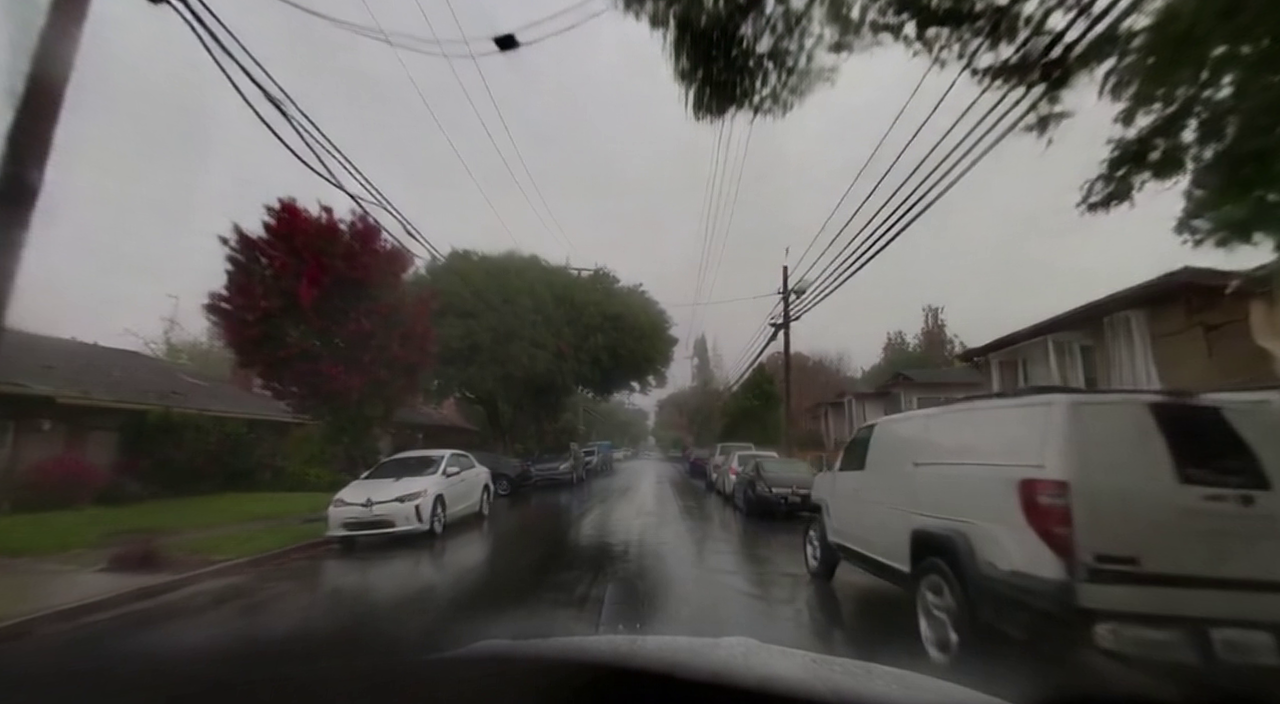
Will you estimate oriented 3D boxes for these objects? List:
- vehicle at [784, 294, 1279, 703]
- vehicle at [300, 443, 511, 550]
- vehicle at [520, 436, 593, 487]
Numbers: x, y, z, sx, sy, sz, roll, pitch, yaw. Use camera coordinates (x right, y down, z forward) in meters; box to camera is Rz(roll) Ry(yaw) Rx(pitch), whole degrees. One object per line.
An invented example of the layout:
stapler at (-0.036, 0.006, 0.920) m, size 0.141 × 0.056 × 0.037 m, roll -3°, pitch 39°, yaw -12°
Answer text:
vehicle at (2.833, 1.140, 4.923) m, size 2.295 × 2.019 × 5.212 m, roll 0°, pitch -8°, yaw 1°
vehicle at (-3.952, 2.475, 11.701) m, size 1.988 × 1.541 × 4.686 m, roll 0°, pitch -8°, yaw 2°
vehicle at (-3.432, 4.608, 27.068) m, size 2.280 × 1.953 × 5.092 m, roll 0°, pitch -8°, yaw 1°
